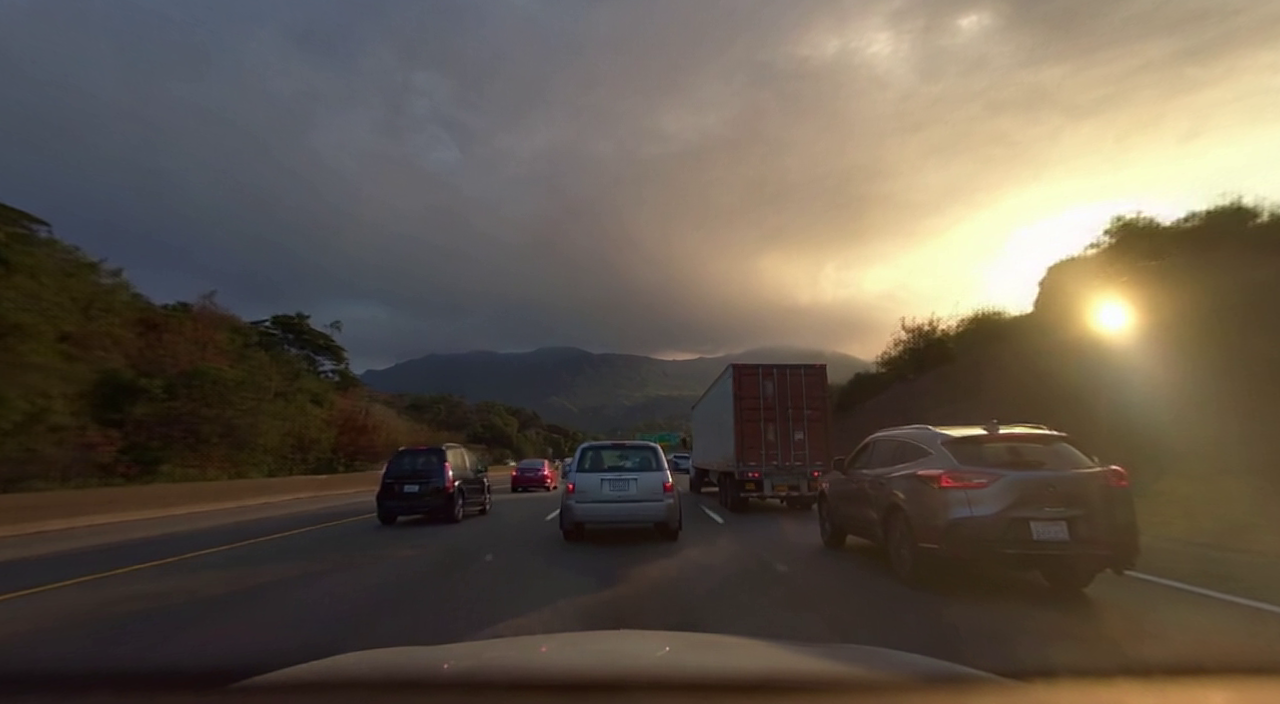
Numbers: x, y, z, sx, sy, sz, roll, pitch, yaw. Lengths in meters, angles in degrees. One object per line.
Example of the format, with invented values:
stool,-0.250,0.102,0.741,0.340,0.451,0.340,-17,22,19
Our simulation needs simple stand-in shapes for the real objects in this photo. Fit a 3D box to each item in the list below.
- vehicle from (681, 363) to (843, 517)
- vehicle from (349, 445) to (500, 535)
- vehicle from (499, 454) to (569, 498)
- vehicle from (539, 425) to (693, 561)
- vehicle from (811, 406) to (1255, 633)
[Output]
vehicle,3.781,3.754,25.954,3.032,4.051,18.805,0,-9,0
vehicle,-4.346,2.806,13.383,1.789,1.620,3.841,0,-9,1
vehicle,-3.952,4.680,24.158,1.923,1.503,4.293,0,-9,0
vehicle,-0.337,2.214,10.578,2.037,1.792,4.194,0,-9,0
vehicle,3.701,1.667,7.307,2.076,1.751,4.666,0,-9,0
